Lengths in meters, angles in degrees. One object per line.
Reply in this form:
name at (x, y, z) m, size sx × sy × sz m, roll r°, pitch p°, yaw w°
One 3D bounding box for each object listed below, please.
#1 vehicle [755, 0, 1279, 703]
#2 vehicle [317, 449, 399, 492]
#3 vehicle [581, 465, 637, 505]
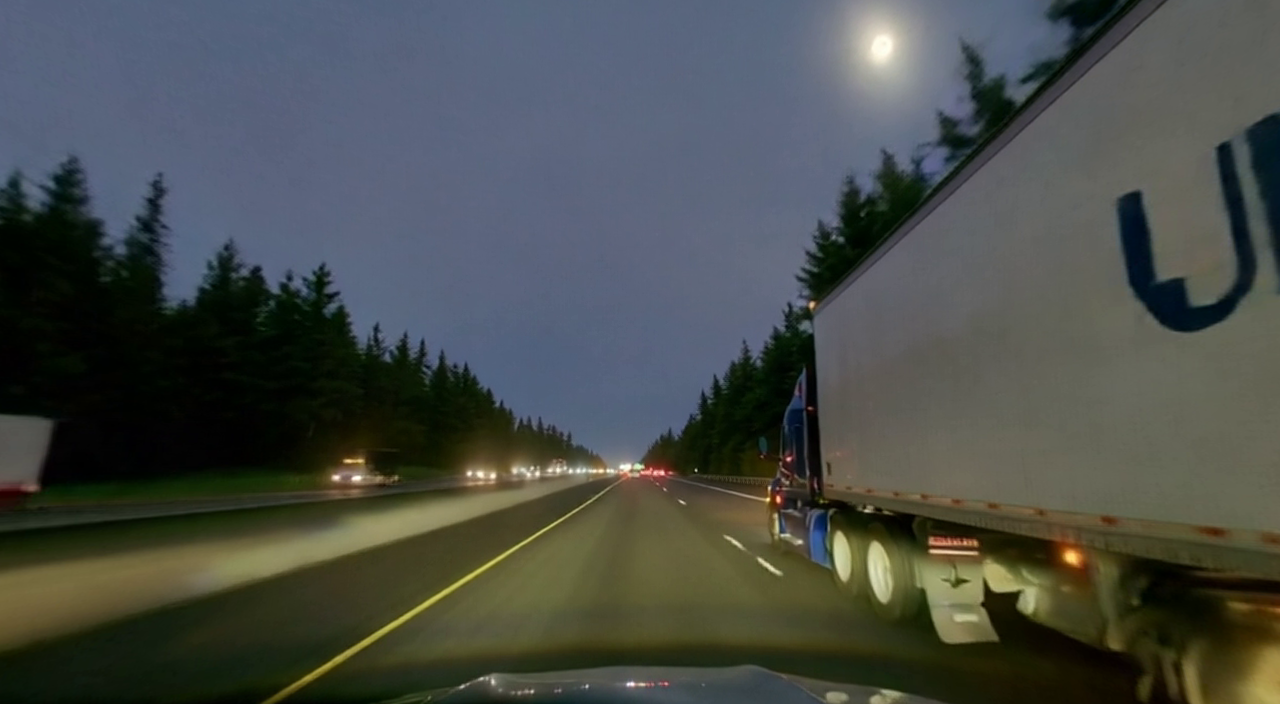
vehicle at (3.590, 0.269, 6.335) m, size 3.019 × 4.226 × 9.221 m, roll 1°, pitch -11°, yaw 0°
vehicle at (-20.987, 8.905, 47.389) m, size 2.805 × 2.910 × 7.007 m, roll 1°, pitch -11°, yaw 0°
vehicle at (-1.155, 5.246, 25.099) m, size 2.032 × 1.407 × 3.641 m, roll 1°, pitch -11°, yaw 0°
